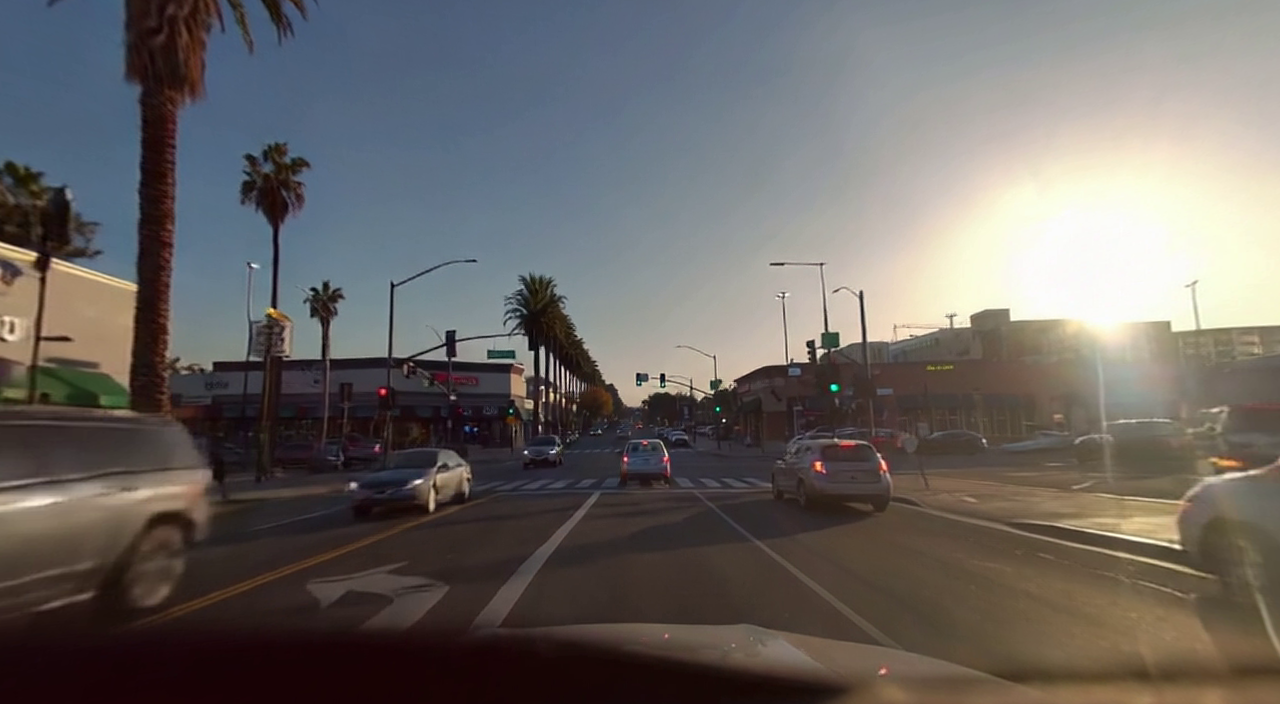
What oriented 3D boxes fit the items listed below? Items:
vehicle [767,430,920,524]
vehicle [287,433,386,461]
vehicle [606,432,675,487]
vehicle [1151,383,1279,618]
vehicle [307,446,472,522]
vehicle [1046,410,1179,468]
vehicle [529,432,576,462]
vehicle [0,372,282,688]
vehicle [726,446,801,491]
[{"bbox_3d":[4.231,2.655,14.006,2.070,1.711,4.480,-1,-8,3],"label":"vehicle"},{"bbox_3d":[-20.728,6.501,43.271,5.674,1.804,2.190,-1,-8,6],"label":"vehicle"},{"bbox_3d":[-0.022,3.886,23.156,2.264,1.798,4.531,0,-8,-1],"label":"vehicle"},{"bbox_3d":[6.218,0.987,3.692,1.981,1.893,5.238,0,-8,-1],"label":"vehicle"},{"bbox_3d":[-5.525,2.923,14.692,2.009,1.461,4.484,0,-8,0],"label":"vehicle"},{"bbox_3d":[17.045,3.087,22.830,3.704,1.556,1.790,-4,-2,-14],"label":"vehicle"},{"bbox_3d":[-5.620,6.214,41.299,2.324,1.808,4.946,0,-8,1],"label":"vehicle"},{"bbox_3d":[-4.785,1.063,3.912,2.341,1.762,4.865,0,-8,-1],"label":"vehicle"},{"bbox_3d":[4.373,4.163,23.098,1.963,1.449,4.653,-1,-8,2],"label":"vehicle"}]
